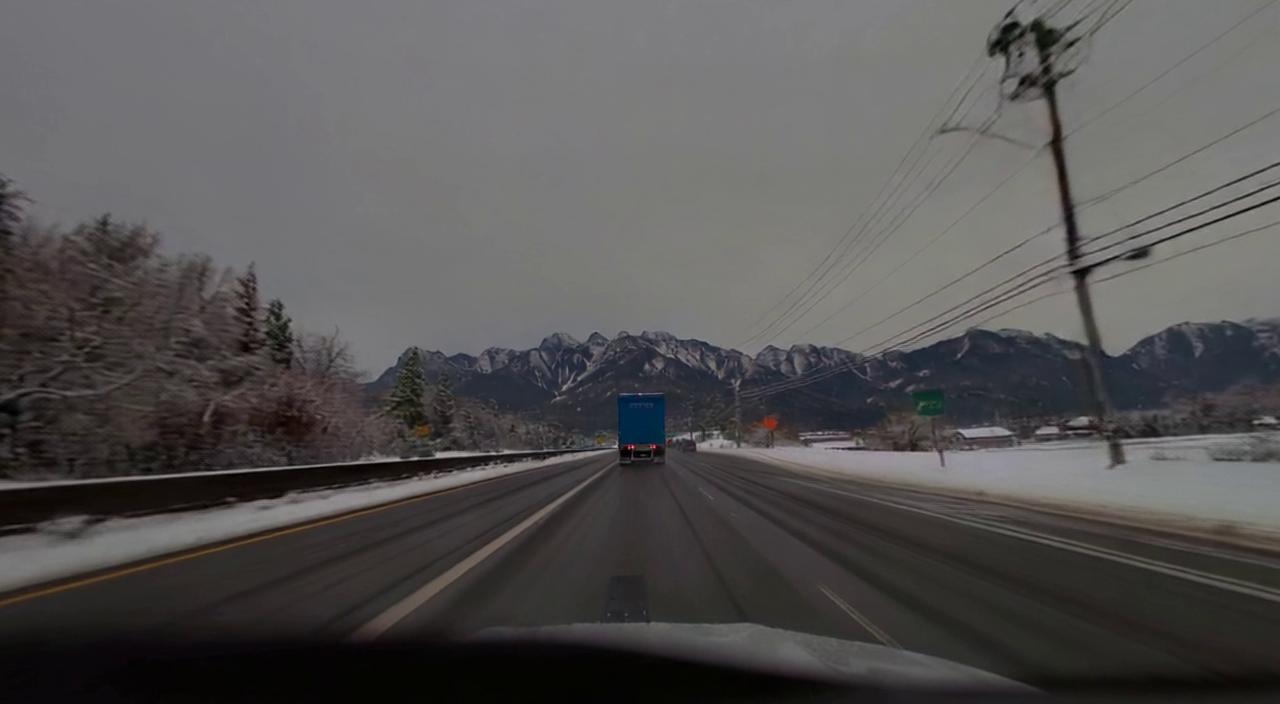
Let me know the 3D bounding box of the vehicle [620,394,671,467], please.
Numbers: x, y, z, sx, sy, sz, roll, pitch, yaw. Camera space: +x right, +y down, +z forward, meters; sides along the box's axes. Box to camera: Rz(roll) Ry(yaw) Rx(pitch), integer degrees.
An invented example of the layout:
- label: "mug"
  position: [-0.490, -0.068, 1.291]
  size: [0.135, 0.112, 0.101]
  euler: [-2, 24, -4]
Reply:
- label: "vehicle"
  position: [0.249, 5.333, 41.769]
  size: [2.919, 4.101, 11.541]
  euler: [0, -9, -1]
